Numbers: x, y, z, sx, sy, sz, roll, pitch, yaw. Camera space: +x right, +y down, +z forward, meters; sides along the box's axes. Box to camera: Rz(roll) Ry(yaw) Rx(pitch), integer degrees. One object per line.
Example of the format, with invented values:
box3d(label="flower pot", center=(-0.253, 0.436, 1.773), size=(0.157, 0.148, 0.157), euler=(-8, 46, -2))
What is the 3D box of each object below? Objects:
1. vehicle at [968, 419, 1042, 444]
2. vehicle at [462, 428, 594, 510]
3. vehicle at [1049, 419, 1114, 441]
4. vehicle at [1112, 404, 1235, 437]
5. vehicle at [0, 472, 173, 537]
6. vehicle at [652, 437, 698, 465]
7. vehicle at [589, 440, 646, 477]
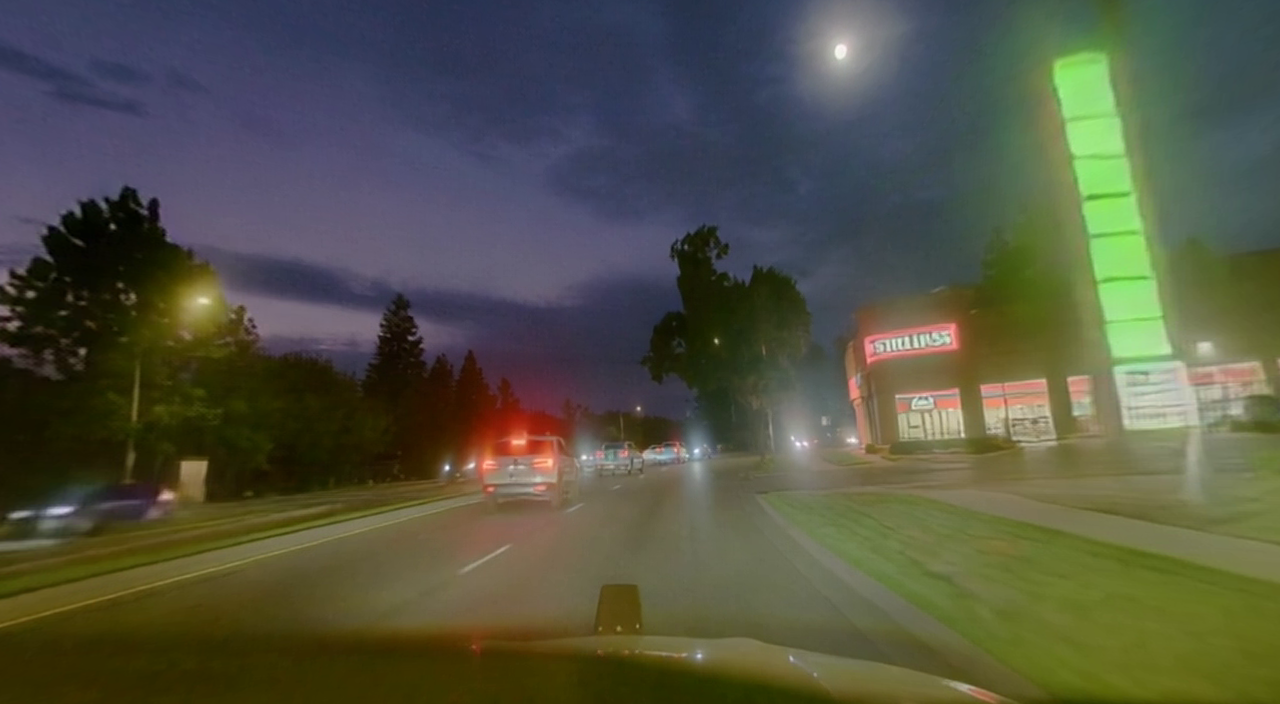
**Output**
box3d(label="vehicle", center=(27.446, 5.999, 47.506), size=(4.982, 1.789, 2.303), euler=(4, -9, -26))
box3d(label="vehicle", center=(-2.823, 3.075, 17.106), size=(2.168, 1.783, 4.695), euler=(-4, -9, 7))
box3d(label="vehicle", center=(30.340, 5.395, 43.389), size=(4.106, 1.450, 1.901), euler=(4, -10, -27))
box3d(label="vehicle", center=(29.839, 3.901, 35.501), size=(1.910, 1.652, 4.755), euler=(4, -10, -28))
box3d(label="vehicle", center=(-17.381, 4.721, 19.825), size=(1.861, 1.482, 4.434), euler=(-7, -9, 6))
box3d(label="vehicle", center=(2.543, 7.036, 45.111), size=(2.167, 1.832, 4.679), euler=(-3, -9, 17))
box3d(label="vehicle", center=(-1.032, 5.268, 31.481), size=(2.002, 1.664, 4.113), euler=(-2, -9, 11))
